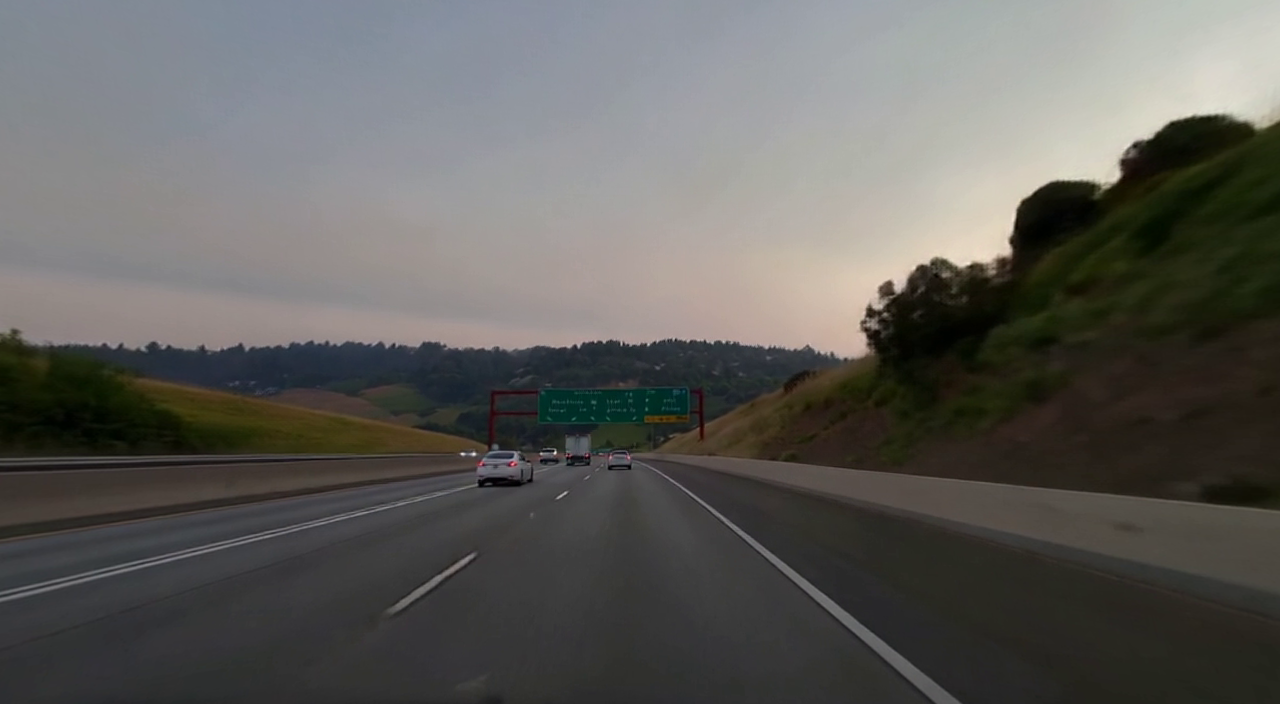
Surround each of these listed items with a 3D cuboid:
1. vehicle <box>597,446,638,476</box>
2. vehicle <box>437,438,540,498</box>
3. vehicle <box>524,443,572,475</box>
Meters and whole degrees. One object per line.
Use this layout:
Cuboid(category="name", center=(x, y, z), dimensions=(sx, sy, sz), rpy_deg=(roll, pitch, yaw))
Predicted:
Cuboid(category="vehicle", center=(-1.184, 5.587, 32.581), dimensions=(1.988, 1.440, 4.201), rpy_deg=(0, -9, -2))
Cuboid(category="vehicle", center=(-4.523, 3.537, 19.587), dimensions=(2.208, 1.619, 4.162), rpy_deg=(0, -9, -1))
Cuboid(category="vehicle", center=(-5.001, 5.842, 34.686), dimensions=(2.118, 1.624, 4.032), rpy_deg=(0, -9, -1))
